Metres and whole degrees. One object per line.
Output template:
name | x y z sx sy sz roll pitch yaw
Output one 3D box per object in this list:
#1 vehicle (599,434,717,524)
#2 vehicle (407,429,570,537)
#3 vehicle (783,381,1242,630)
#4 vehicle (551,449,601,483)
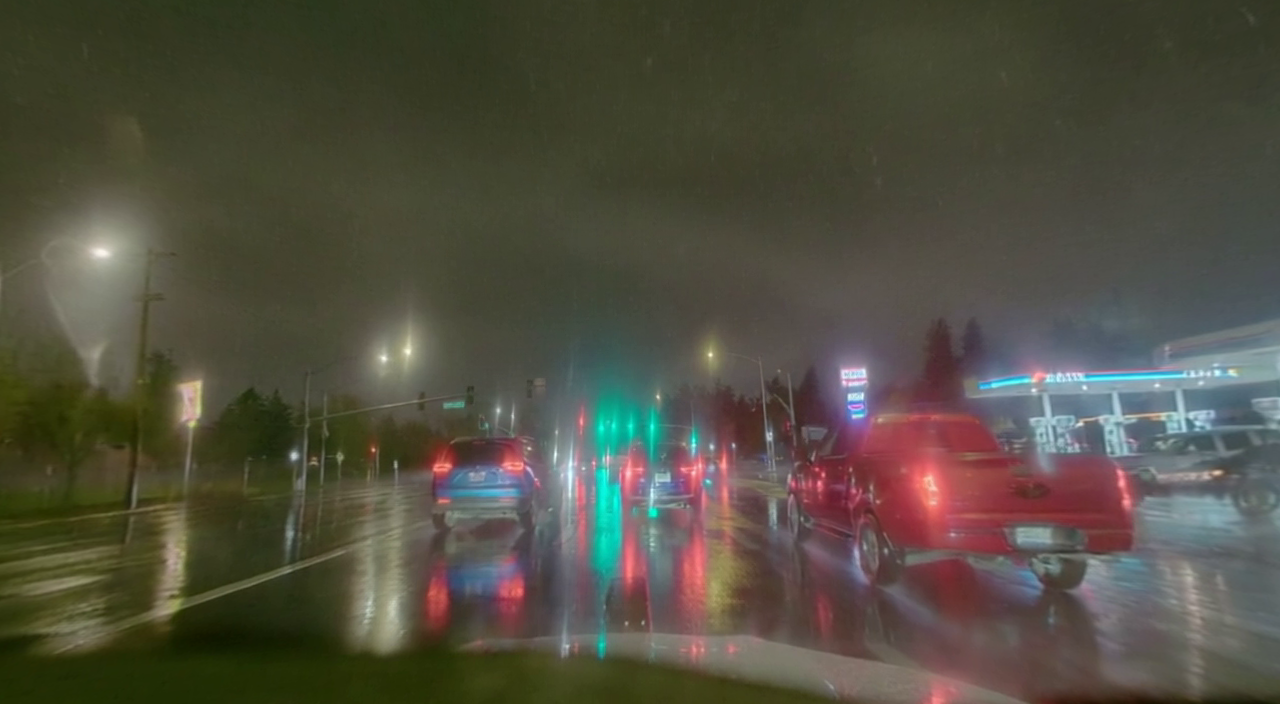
vehicle | 0.317 2.682 13.823 2.181 1.650 4.083 0 -9 0
vehicle | -2.706 2.466 12.447 2.019 1.731 4.299 0 -9 2
vehicle | 3.413 1.555 7.473 2.161 1.868 5.321 0 -9 0
vehicle | -3.067 5.522 30.861 1.954 1.497 4.078 0 -9 1
